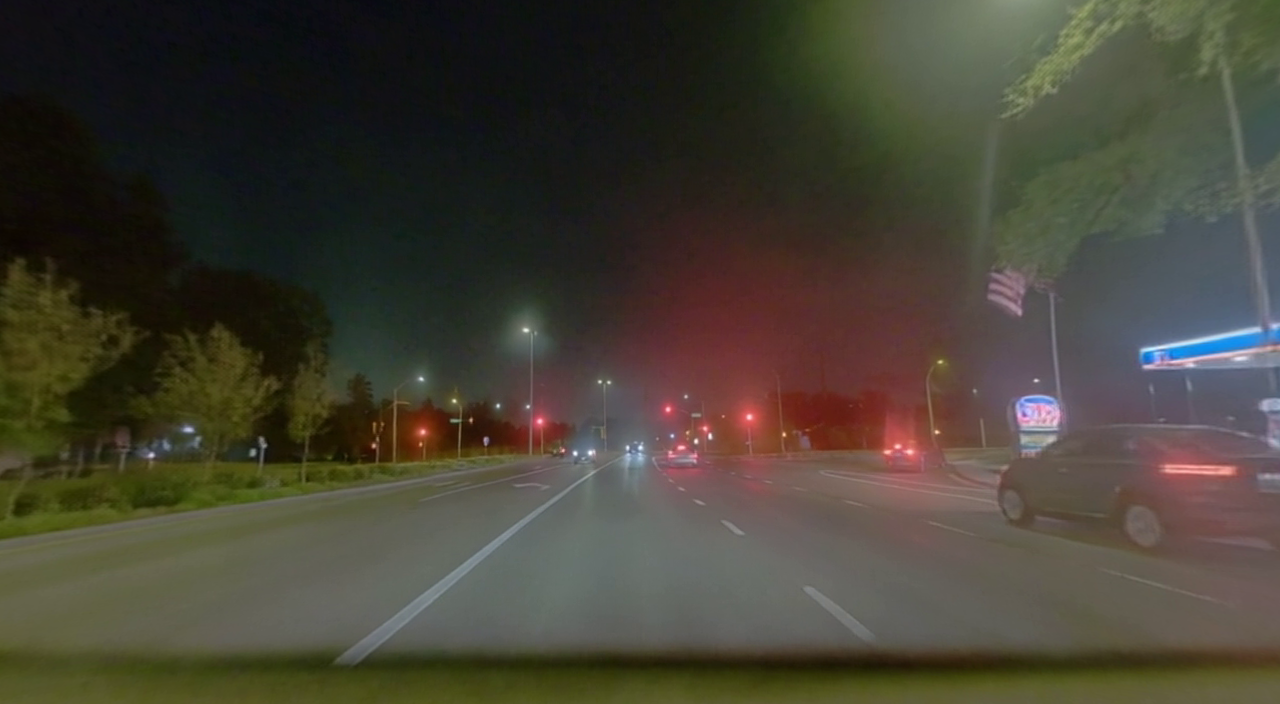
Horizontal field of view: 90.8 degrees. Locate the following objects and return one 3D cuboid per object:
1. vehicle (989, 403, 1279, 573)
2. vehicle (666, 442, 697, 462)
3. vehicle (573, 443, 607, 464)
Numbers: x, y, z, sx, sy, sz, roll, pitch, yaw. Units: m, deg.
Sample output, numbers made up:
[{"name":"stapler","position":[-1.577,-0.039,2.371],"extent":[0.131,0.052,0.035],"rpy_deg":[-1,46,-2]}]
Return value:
[{"name":"vehicle","position":[6.756,1.638,8.351],"extent":[1.950,1.668,4.053],"rpy_deg":[0,-8,0]},{"name":"vehicle","position":[3.150,7.616,48.377],"extent":[2.029,1.442,4.054],"rpy_deg":[0,-8,-1]},{"name":"vehicle","position":[-3.543,7.231,45.263],"extent":[2.049,1.449,4.213],"rpy_deg":[0,-8,0]}]
